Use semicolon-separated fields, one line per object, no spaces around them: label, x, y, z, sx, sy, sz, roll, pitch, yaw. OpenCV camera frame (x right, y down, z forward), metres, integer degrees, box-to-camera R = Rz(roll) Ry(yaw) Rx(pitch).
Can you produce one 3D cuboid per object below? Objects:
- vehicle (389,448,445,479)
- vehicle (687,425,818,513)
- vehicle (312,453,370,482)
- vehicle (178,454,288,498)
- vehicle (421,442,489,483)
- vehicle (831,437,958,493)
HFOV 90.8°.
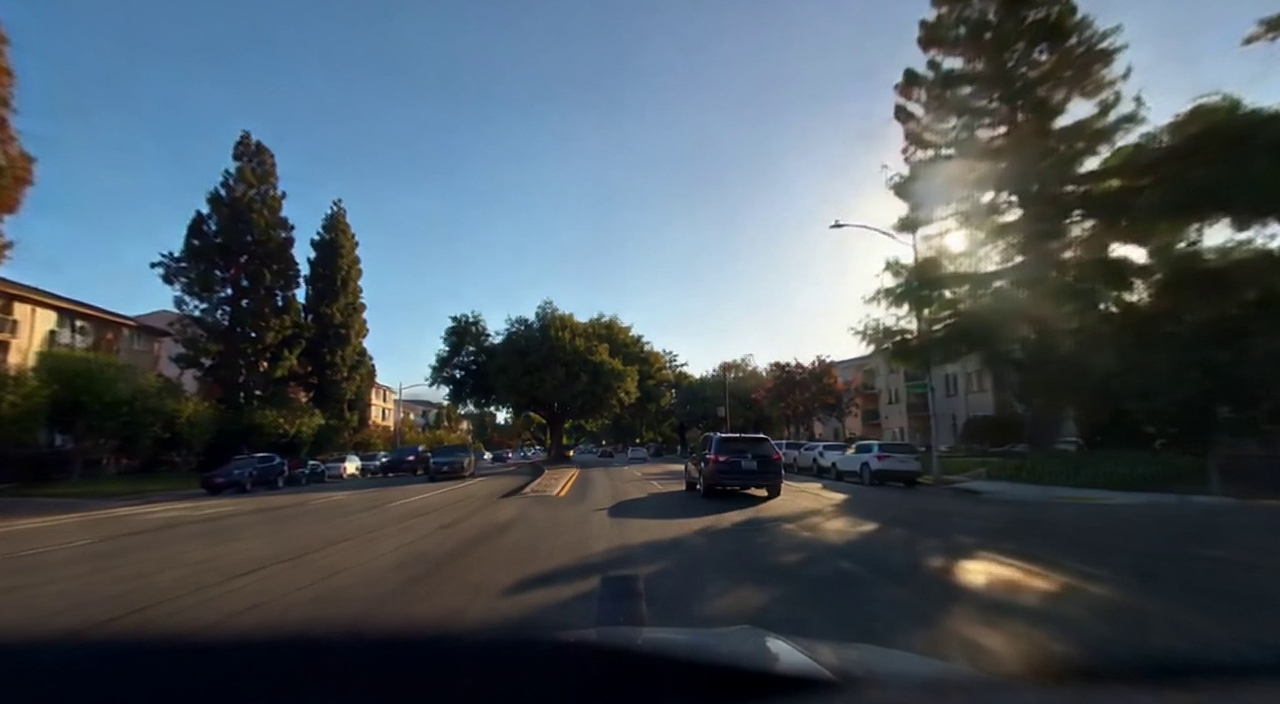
vehicle;-13.397;6.679;38.219;2.008;1.759;4.485;0;-9;-3
vehicle;2.458;2.706;15.100;2.085;1.763;4.490;0;-8;-3
vehicle;-19.590;7.550;41.656;1.871;1.712;4.710;0;-8;-5
vehicle;-18.678;5.656;29.296;2.145;1.764;4.653;0;-8;-3
vehicle;-9.084;5.435;31.496;2.233;1.850;4.801;0;-8;-4
vehicle;8.927;3.987;22.762;2.186;1.750;4.805;1;-9;-5
